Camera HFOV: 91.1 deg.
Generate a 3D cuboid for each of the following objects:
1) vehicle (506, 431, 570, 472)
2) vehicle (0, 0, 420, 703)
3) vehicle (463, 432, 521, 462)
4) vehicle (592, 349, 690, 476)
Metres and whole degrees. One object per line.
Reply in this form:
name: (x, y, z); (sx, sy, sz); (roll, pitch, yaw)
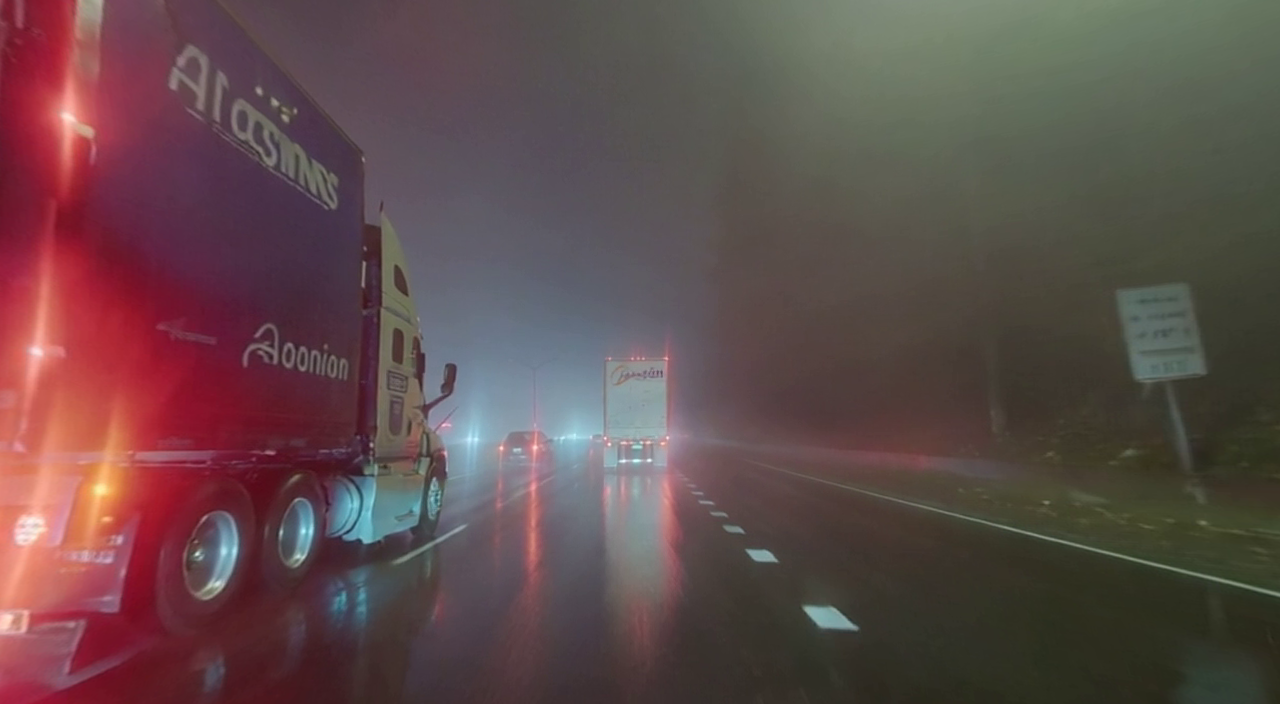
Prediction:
vehicle: (-3.918, 3.869, 24.779); (1.933, 1.492, 3.838); (0, -8, 0)
vehicle: (-4.143, -0.055, 4.728); (3.007, 4.031, 6.044); (1, -7, -4)
vehicle: (-7.663, 4.944, 32.962); (2.001, 1.468, 4.163); (0, -8, 0)
vehicle: (-0.133, 2.635, 25.657); (3.118, 4.106, 10.719); (0, -8, -2)
